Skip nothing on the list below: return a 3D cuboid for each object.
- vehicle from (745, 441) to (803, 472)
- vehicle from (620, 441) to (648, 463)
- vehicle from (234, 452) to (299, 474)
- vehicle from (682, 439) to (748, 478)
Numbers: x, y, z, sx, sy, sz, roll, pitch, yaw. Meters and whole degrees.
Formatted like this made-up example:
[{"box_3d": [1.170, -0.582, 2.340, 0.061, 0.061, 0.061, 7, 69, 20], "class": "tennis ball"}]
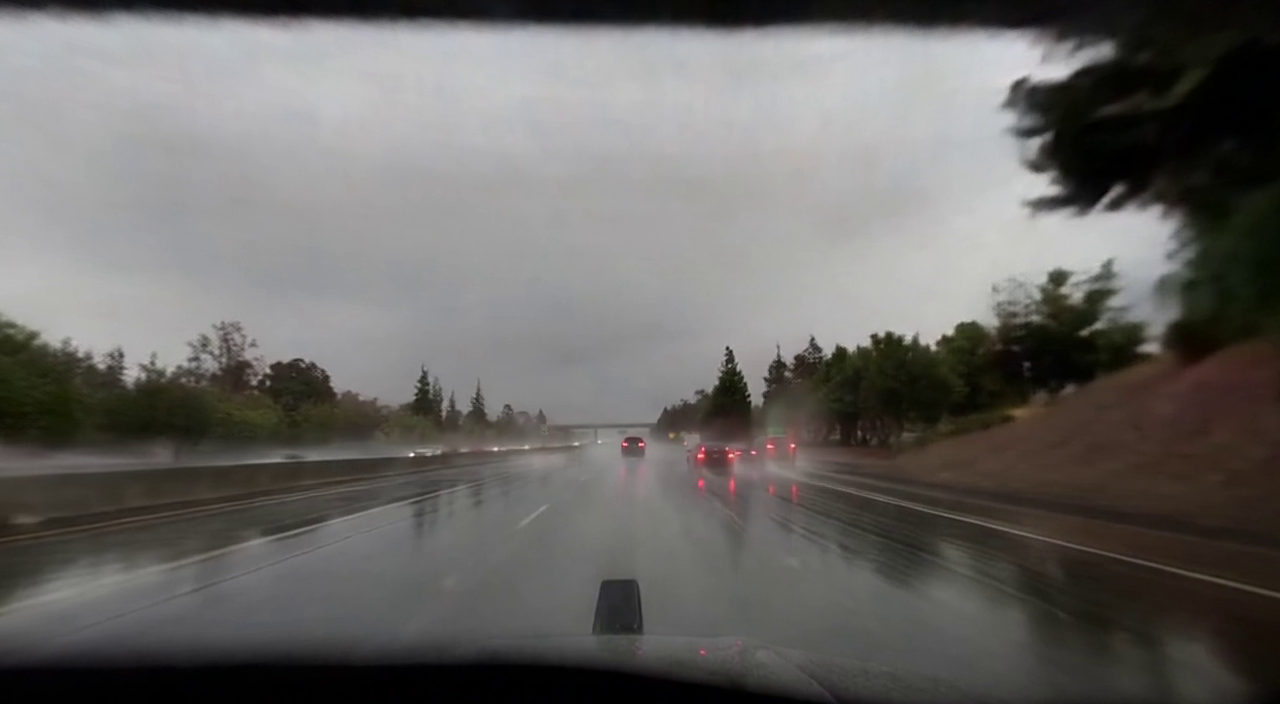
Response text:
[{"box_3d": [6.991, 5.479, 33.420, 1.946, 1.497, 4.467, 0, -8, -2], "class": "vehicle"}, {"box_3d": [-0.491, 7.544, 47.872, 2.029, 1.595, 4.207, 0, -8, -1], "class": "vehicle"}, {"box_3d": [-26.786, 7.940, 45.514, 1.882, 1.470, 4.599, 0, -9, 0], "class": "vehicle"}, {"box_3d": [3.042, 4.434, 26.548, 2.076, 1.472, 4.562, 0, -8, -2], "class": "vehicle"}]
